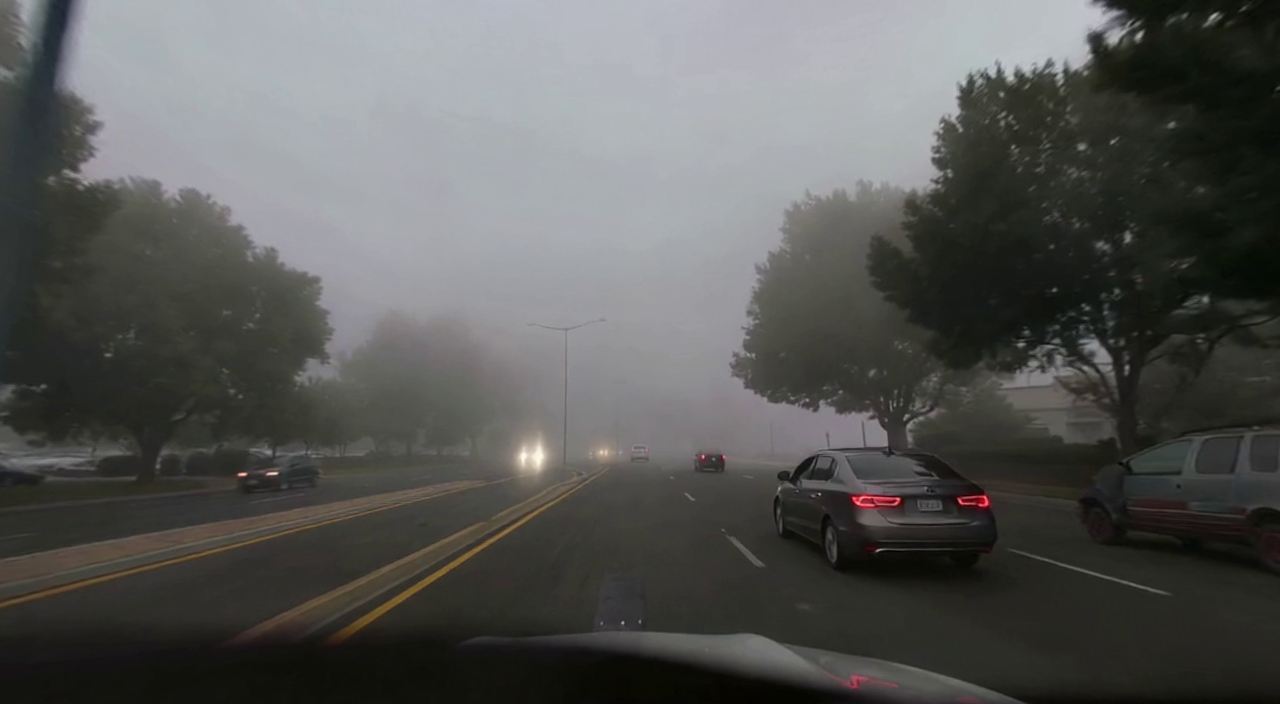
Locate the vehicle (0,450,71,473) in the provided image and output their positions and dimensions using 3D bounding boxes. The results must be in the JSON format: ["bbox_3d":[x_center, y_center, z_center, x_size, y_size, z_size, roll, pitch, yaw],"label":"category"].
[{"bbox_3d":[-41.772,7.385,42.667,1.833,1.455,4.585,0,-9,-1],"label":"vehicle"}]

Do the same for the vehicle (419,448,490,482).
[{"bbox_3d":[-8.759,5.339,30.029,1.919,1.474,4.444,0,-9,2],"label":"vehicle"}]

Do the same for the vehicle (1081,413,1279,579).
[{"bbox_3d":[8.239,1.755,7.949,1.972,1.856,4.487,0,-9,0],"label":"vehicle"}]

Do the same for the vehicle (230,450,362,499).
[{"bbox_3d":[-11.817,4.199,21.975,1.982,1.468,4.485,0,-9,2],"label":"vehicle"}]

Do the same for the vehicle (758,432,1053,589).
[{"bbox_3d":[2.986,1.861,8.321,1.935,1.501,4.384,0,-9,-1],"label":"vehicle"}]
